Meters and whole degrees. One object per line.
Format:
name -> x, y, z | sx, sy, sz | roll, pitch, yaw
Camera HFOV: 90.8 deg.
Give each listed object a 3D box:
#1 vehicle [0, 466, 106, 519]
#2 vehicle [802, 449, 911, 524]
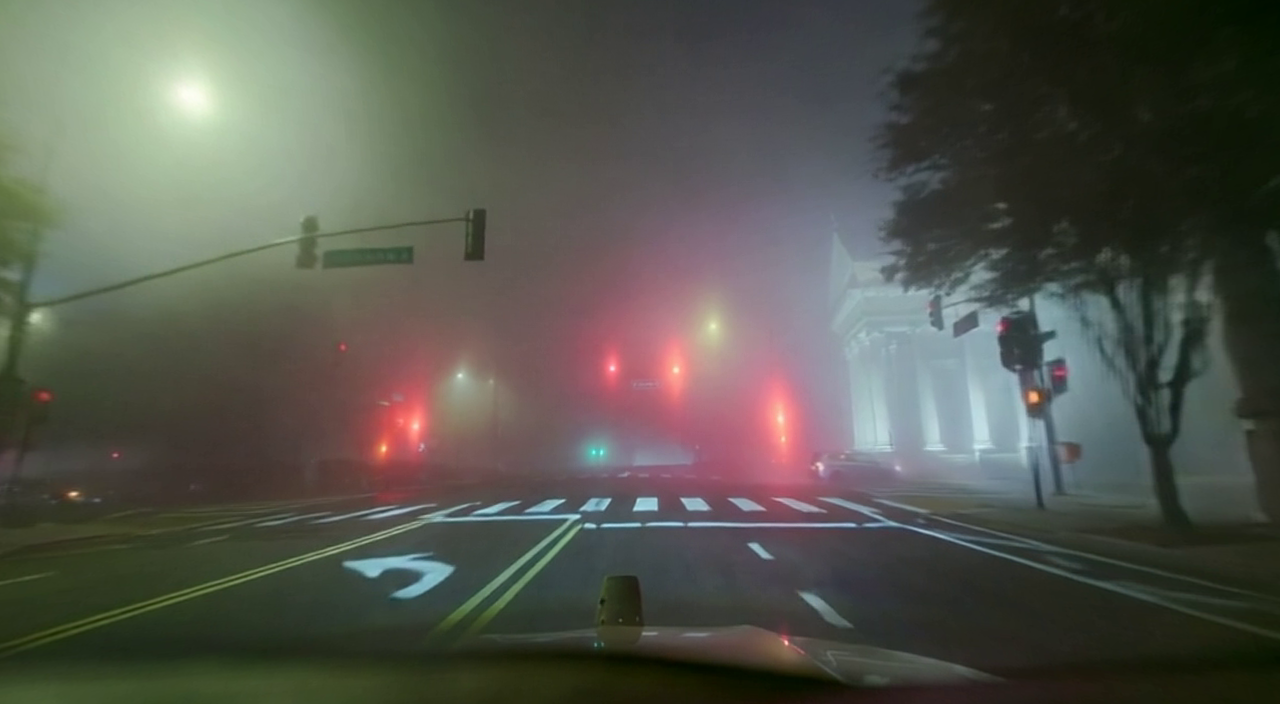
vehicle -> -22.658, 5.008, 22.752 | 4.946, 1.745, 2.028 | 0, -9, 2
vehicle -> 5.068, 3.145, 15.387 | 2.085, 1.530, 4.125 | -2, -9, 13
